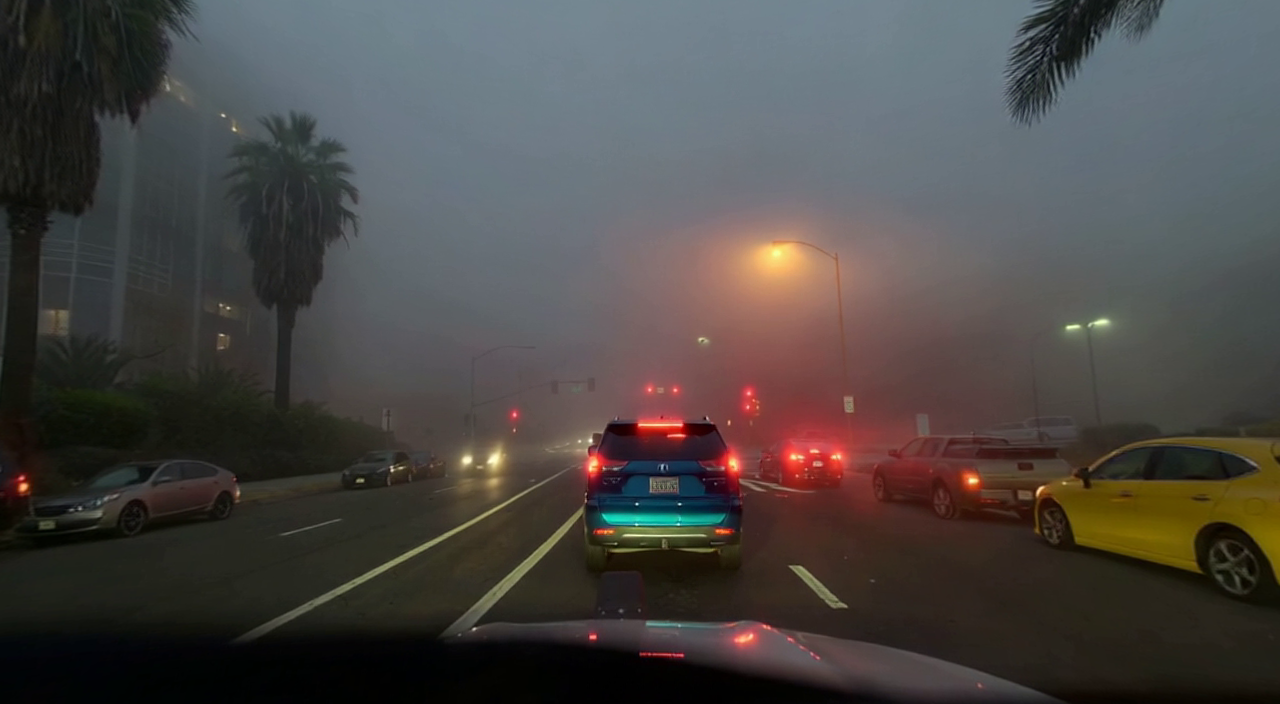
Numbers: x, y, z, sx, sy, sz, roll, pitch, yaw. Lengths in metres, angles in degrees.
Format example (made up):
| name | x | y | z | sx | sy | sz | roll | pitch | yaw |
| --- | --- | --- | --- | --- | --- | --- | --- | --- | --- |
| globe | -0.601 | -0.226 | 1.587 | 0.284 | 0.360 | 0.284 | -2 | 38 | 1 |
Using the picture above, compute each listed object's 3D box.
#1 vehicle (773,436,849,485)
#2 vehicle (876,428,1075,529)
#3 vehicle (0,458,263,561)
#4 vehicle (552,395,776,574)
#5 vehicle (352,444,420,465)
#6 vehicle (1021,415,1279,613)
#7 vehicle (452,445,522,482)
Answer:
| name | x | y | z | sx | sy | sz | roll | pitch | yaw |
| --- | --- | --- | --- | --- | --- | --- | --- | --- | --- |
| vehicle | 6.570 | 4.196 | 24.766 | 1.948 | 1.729 | 4.023 | 0 | -8 | 2 |
| vehicle | 6.668 | 2.532 | 13.244 | 1.930 | 1.736 | 4.329 | -1 | -8 | 3 |
| vehicle | -9.576 | 2.813 | 11.956 | 2.054 | 1.467 | 4.595 | -3 | -9 | 0 |
| vehicle | 0.263 | 1.664 | 8.624 | 2.264 | 1.798 | 4.258 | 0 | -8 | 1 |
| vehicle | -18.719 | 7.536 | 46.660 | 1.759 | 1.457 | 4.297 | -7 | -11 | 37 |
| vehicle | 6.441 | 1.602 | 6.923 | 1.935 | 1.672 | 4.139 | 0 | -8 | 1 |
| vehicle | -6.658 | 4.877 | 28.023 | 1.928 | 1.475 | 4.645 | 0 | -8 | 0 |
